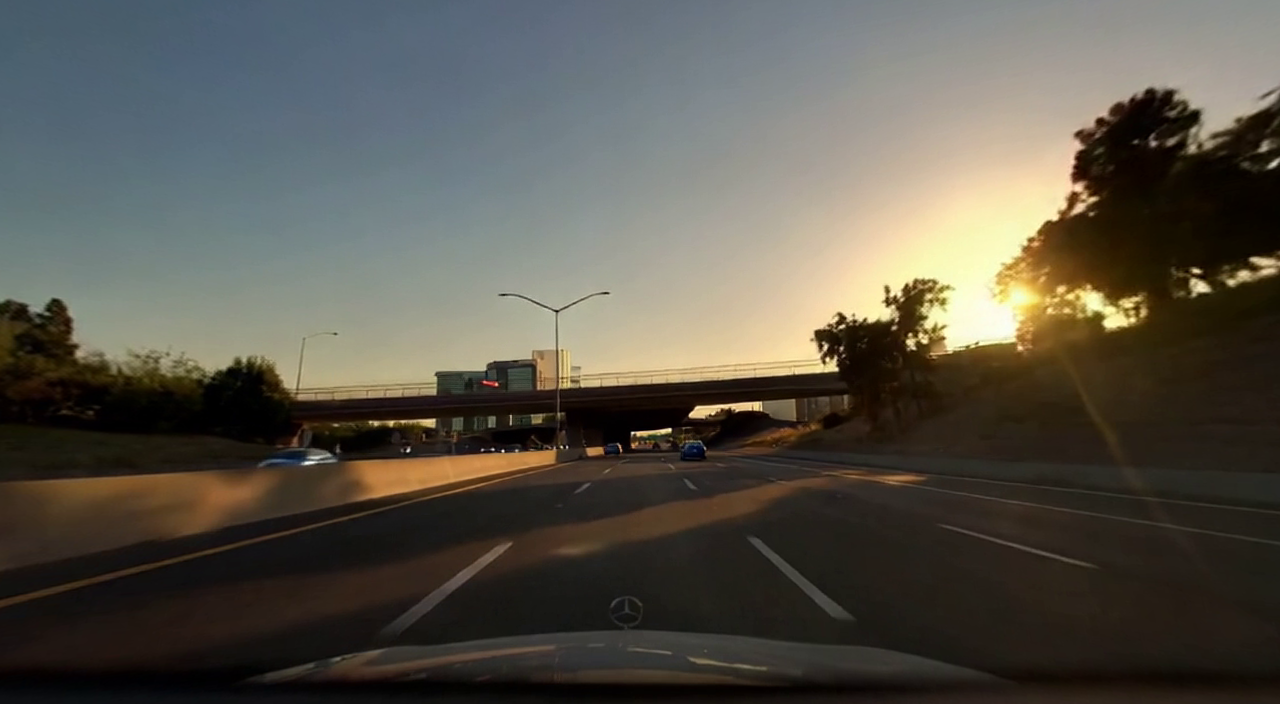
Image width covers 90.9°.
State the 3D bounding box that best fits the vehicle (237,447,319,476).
[{"bbox_3d":[-18.612,5.621,32.631,1.915,1.403,3.739,0,-8,1],"label":"vehicle"}]
